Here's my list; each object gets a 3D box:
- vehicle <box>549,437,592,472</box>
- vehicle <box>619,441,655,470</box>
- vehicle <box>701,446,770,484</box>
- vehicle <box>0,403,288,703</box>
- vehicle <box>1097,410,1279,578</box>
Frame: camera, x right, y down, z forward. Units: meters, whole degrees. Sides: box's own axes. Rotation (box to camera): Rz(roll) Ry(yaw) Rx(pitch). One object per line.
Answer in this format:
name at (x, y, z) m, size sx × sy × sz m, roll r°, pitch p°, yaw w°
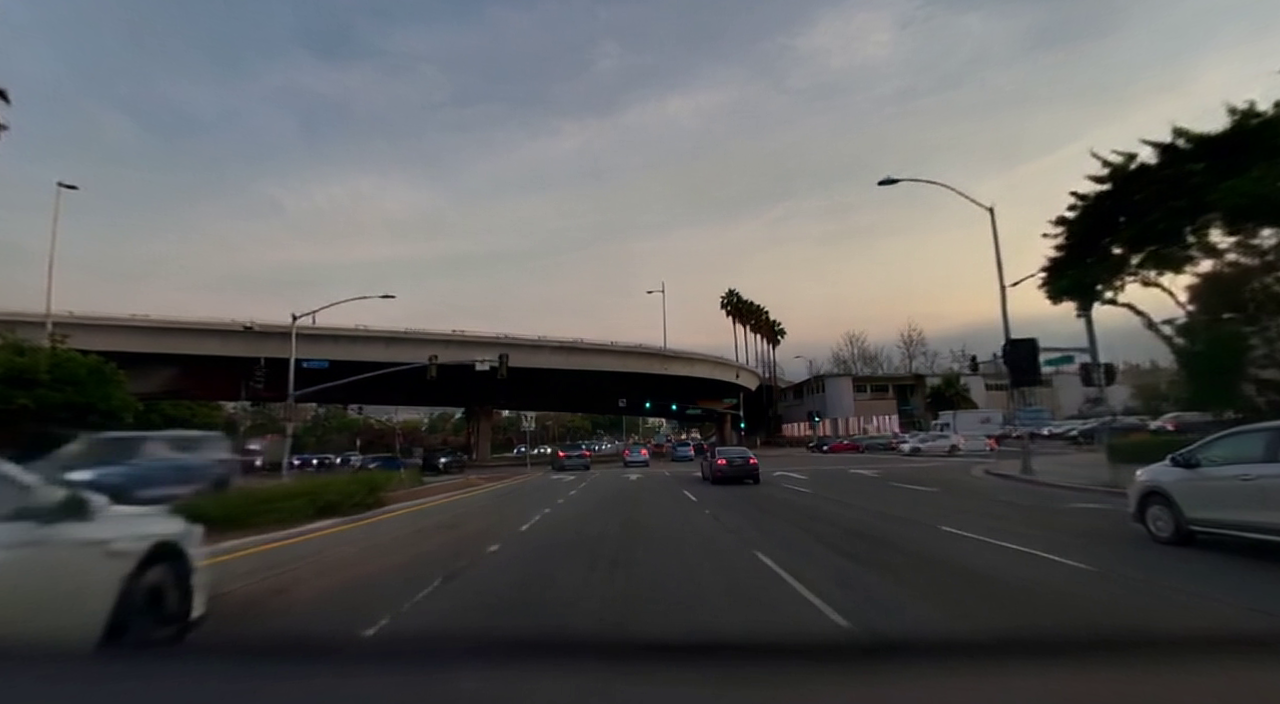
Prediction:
vehicle at (-4.524, 6.499, 39.979) m, size 2.485 × 2.012 × 5.498 m, roll 1°, pitch -9°, yaw -9°
vehicle at (-0.218, 6.574, 40.058) m, size 2.172 × 1.694 × 4.055 m, roll 0°, pitch -9°, yaw 0°
vehicle at (3.824, 4.587, 25.872) m, size 2.156 × 1.404 × 4.120 m, roll 0°, pitch -9°, yaw 0°
vehicle at (-3.621, 0.968, 2.529) m, size 2.111 × 1.506 × 4.018 m, roll 0°, pitch -9°, yaw -1°
vehicle at (7.329, 1.460, 6.563) m, size 1.964 × 1.647 × 4.114 m, roll 0°, pitch -8°, yaw 0°
